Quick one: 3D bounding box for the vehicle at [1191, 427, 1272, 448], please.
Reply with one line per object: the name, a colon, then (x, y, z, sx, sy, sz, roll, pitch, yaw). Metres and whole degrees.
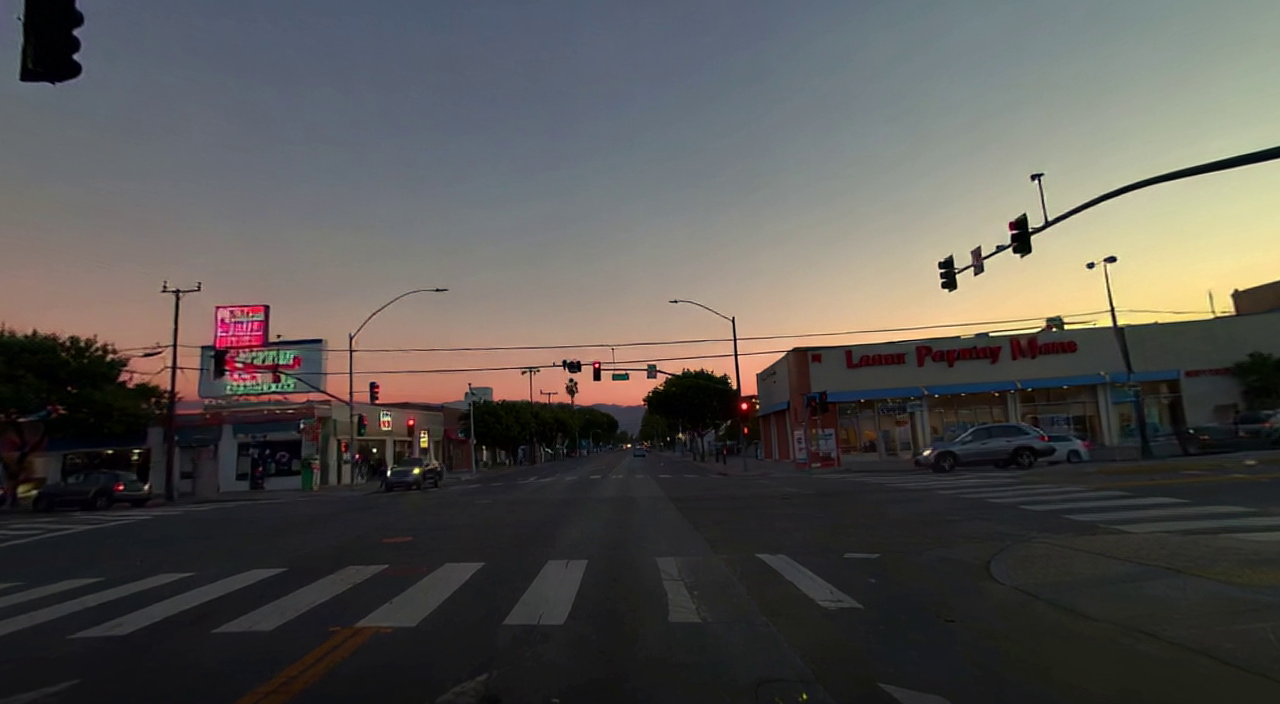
vehicle: (42.040, 6.066, 44.894, 4.347, 1.446, 1.777, 1, -9, -9)

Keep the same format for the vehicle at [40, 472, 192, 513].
vehicle: (-21.171, 5.677, 25.647, 4.676, 1.463, 1.909, -1, -8, 6)

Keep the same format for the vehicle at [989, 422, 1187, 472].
vehicle: (14.357, 3.099, 20.634, 4.835, 1.487, 1.913, -4, -9, 20)

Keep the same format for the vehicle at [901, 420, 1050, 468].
vehicle: (13.013, 3.645, 24.943, 4.916, 1.730, 1.986, -4, -9, 21)
